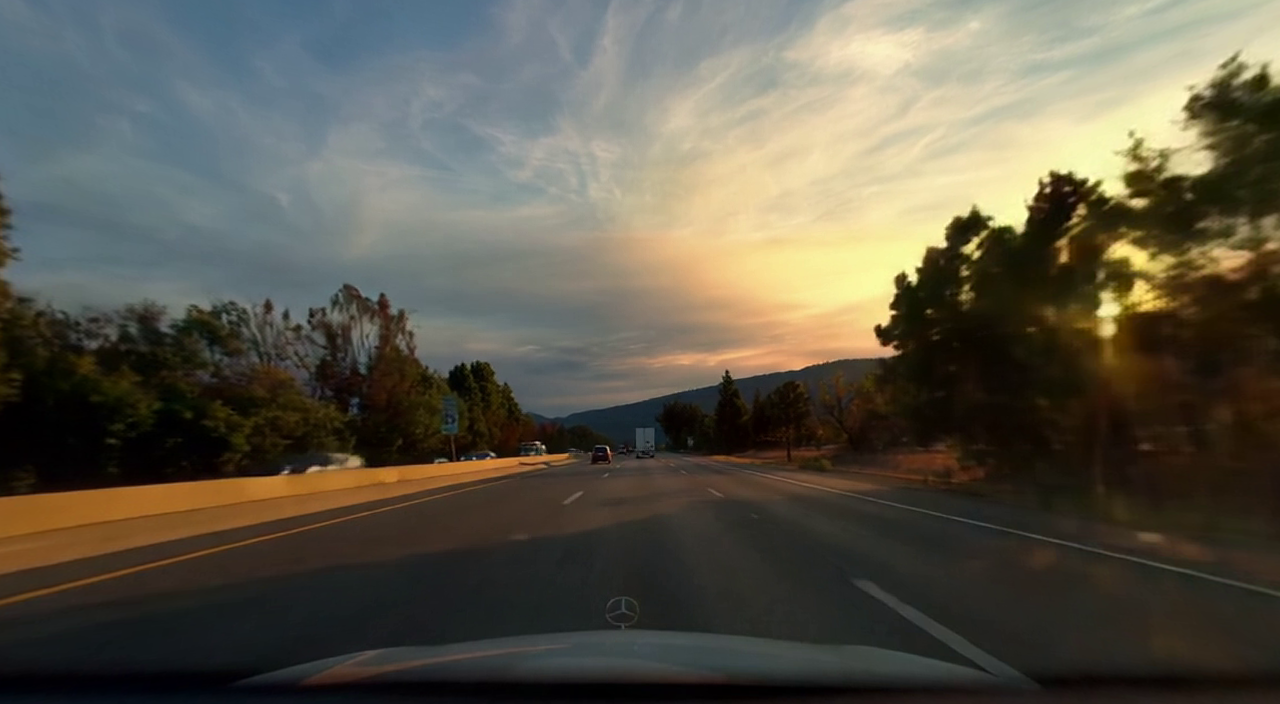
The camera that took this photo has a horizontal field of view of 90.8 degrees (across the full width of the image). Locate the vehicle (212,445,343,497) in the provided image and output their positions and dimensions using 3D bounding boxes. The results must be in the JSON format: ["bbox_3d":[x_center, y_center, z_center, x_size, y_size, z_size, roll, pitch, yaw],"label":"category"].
[{"bbox_3d":[-12.629,4.138,22.404,1.892,1.620,4.611,-1,-9,1],"label":"vehicle"}]
